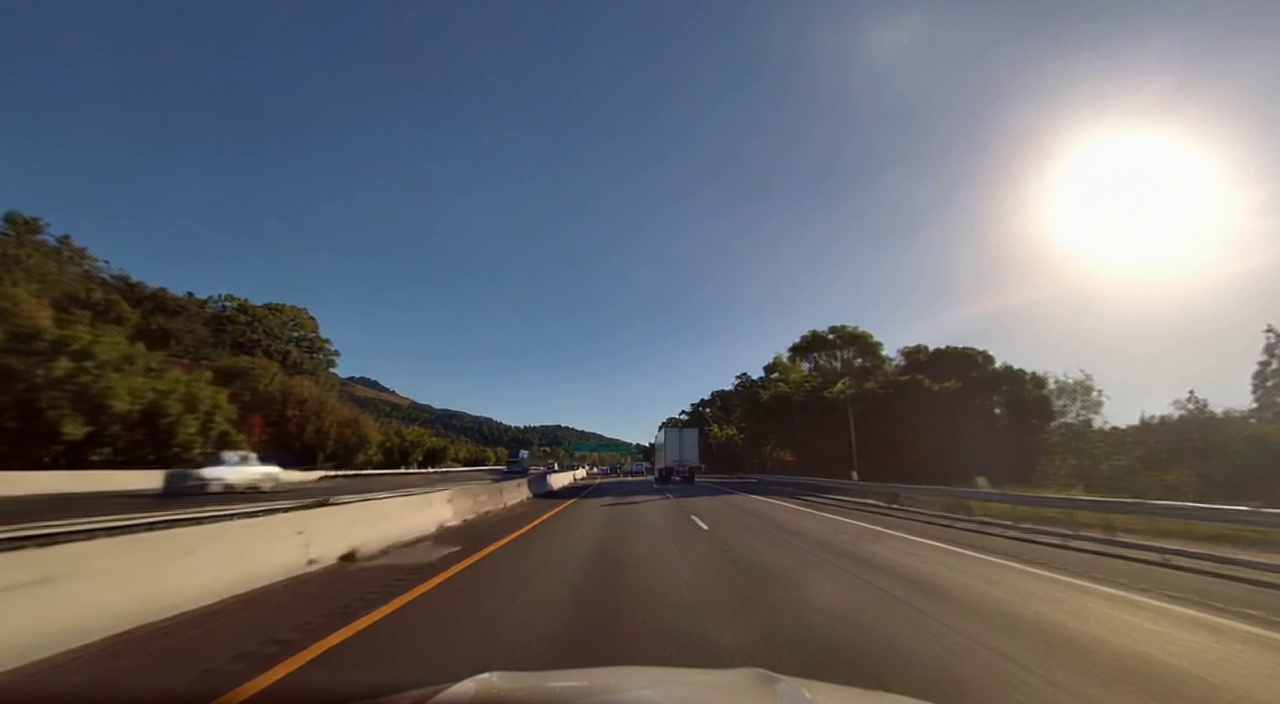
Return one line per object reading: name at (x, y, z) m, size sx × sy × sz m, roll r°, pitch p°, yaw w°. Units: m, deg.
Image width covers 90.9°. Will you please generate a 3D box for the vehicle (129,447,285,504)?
vehicle at (-13.134, 3.797, 19.492) m, size 1.855 × 1.486 × 4.106 m, roll 1°, pitch -10°, yaw 0°
